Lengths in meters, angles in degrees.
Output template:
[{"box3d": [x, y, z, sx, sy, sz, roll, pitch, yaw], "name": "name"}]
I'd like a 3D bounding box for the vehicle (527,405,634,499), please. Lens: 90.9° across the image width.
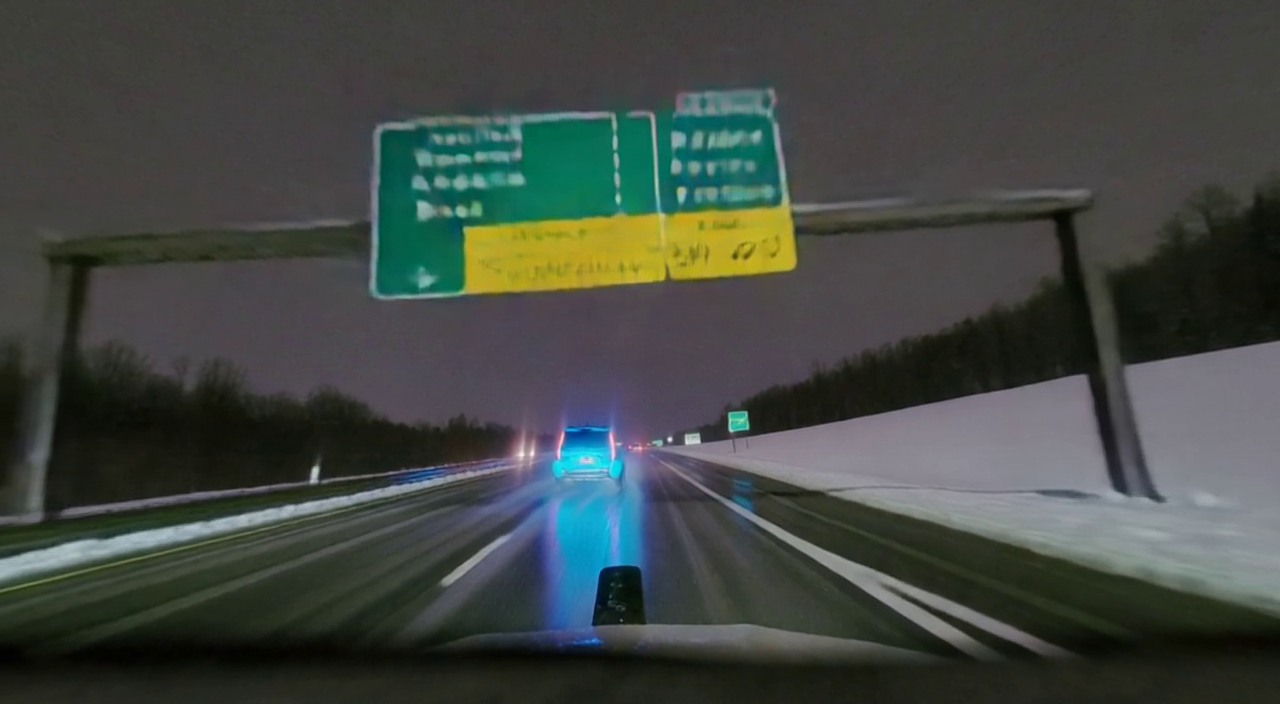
[{"box3d": [-1.394, 2.666, 17.053, 2.248, 2.154, 4.892, 0, -8, 2], "name": "vehicle"}]
